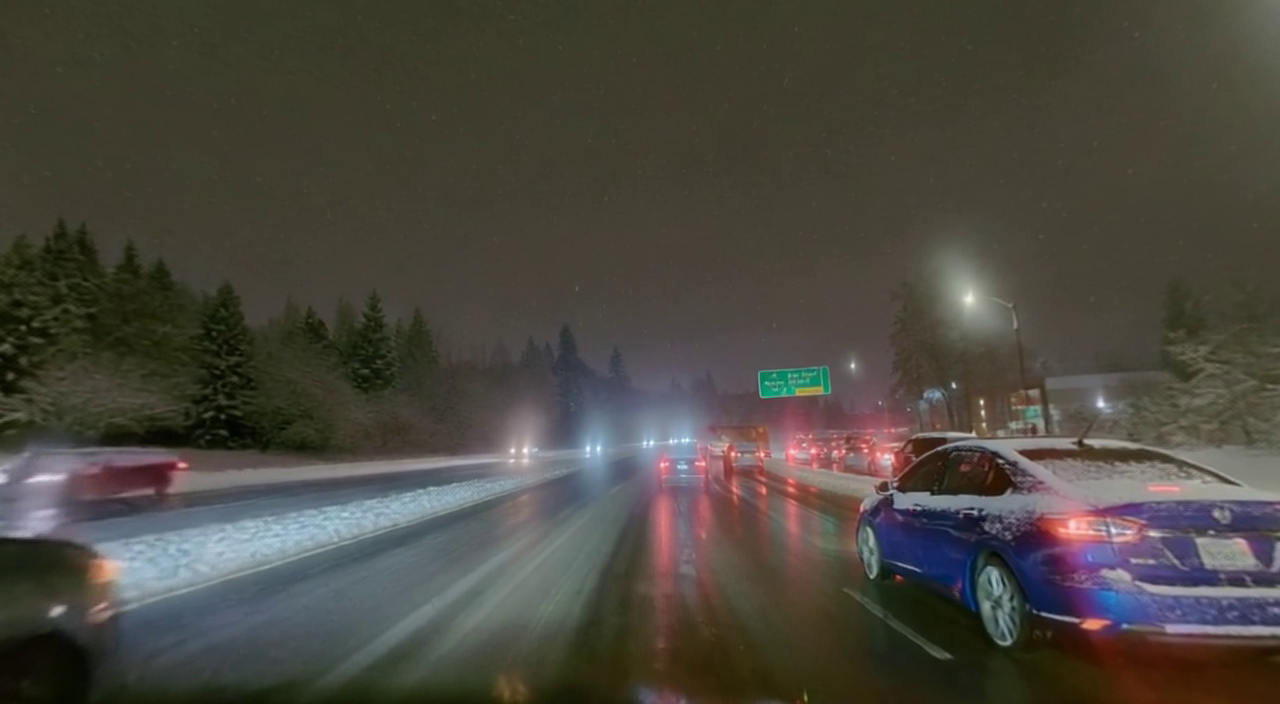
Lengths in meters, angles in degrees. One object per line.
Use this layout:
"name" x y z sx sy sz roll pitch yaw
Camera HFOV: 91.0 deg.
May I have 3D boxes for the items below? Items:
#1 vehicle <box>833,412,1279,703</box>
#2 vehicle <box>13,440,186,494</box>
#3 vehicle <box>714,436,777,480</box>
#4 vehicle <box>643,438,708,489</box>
"vehicle" 3.181 1.347 4.867 2.009 1.489 4.559 0 -9 1
"vehicle" -18.861 4.008 22.328 1.956 1.688 4.466 0 -9 3
"vehicle" 4.365 4.489 26.777 2.076 1.684 4.241 0 -9 2
"vehicle" 1.232 3.874 22.196 2.074 1.614 3.803 0 -9 3
